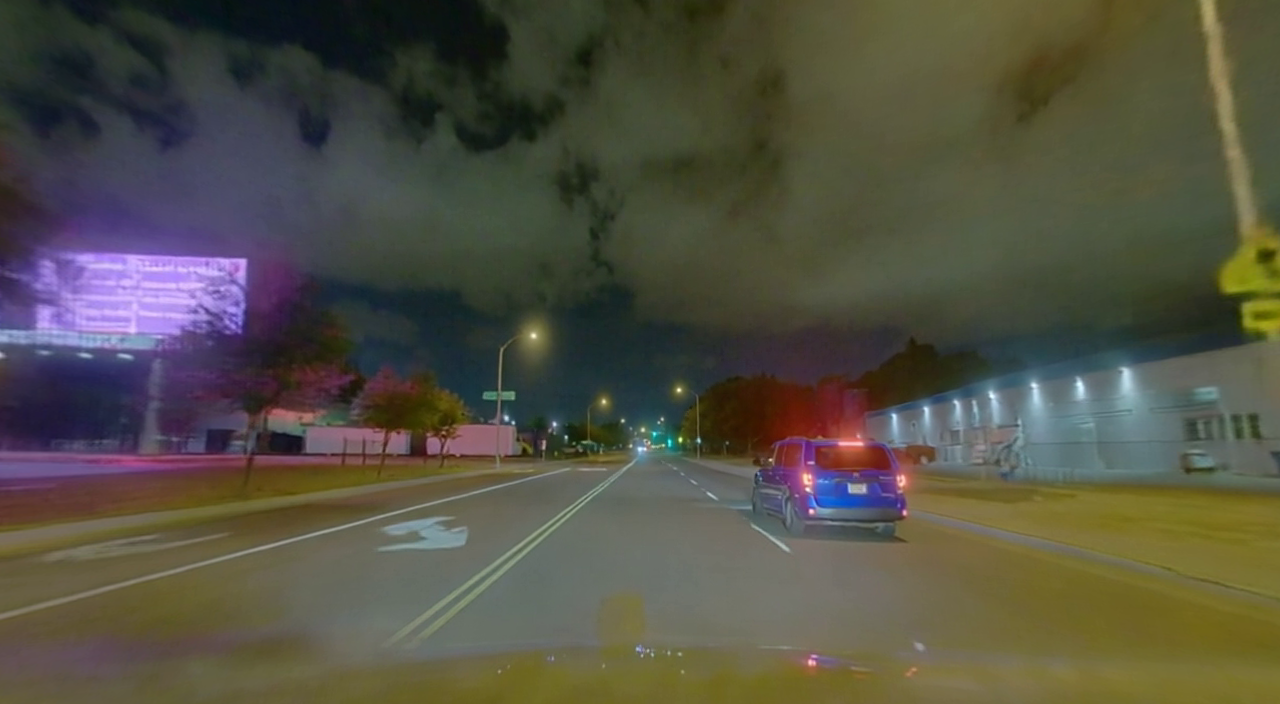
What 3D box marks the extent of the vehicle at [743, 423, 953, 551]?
[{"bbox_3d":[3.415,2.319,11.590,2.202,1.822,4.826,0,-8,0],"label":"vehicle"}]
